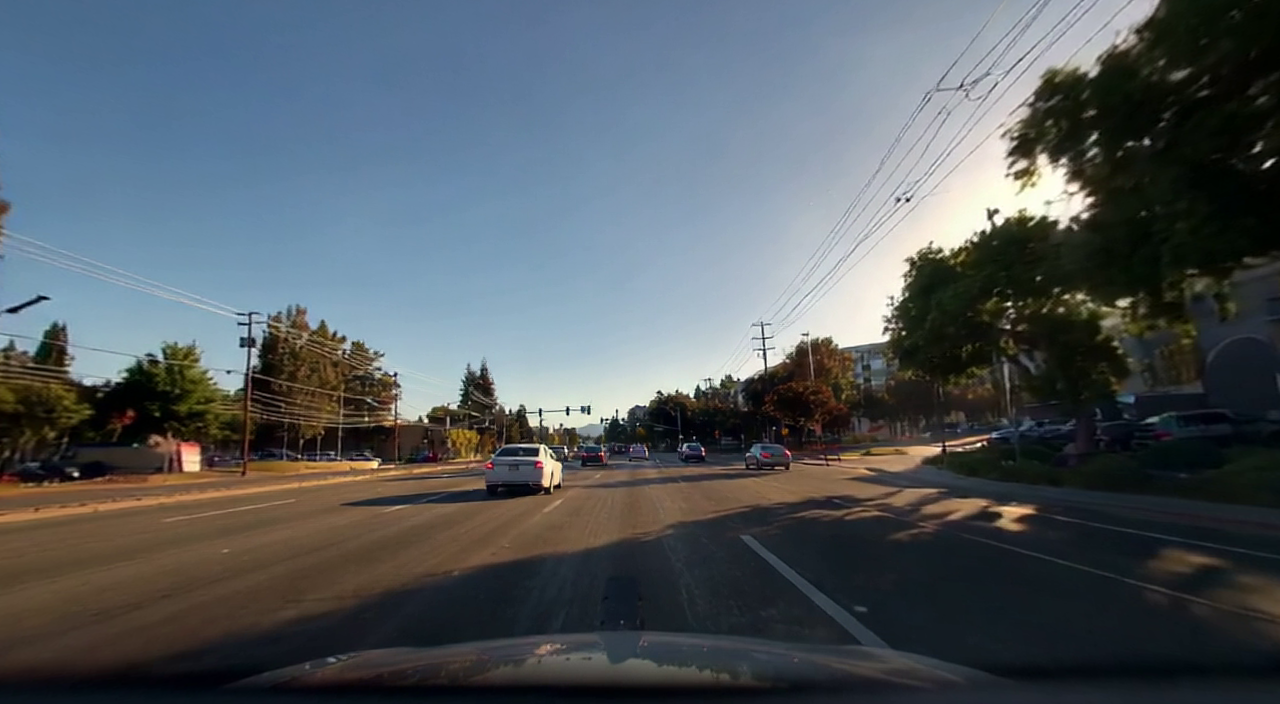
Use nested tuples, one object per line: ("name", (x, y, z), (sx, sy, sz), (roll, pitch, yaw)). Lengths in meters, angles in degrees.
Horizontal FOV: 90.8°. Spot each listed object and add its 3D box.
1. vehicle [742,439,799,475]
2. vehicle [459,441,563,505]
("vehicle", (6.598, 5.353, 32.403), (1.945, 1.706, 4.190), (0, -8, -1))
("vehicle", (-3.278, 3.144, 16.944), (1.837, 1.463, 4.311), (0, -8, 1))
